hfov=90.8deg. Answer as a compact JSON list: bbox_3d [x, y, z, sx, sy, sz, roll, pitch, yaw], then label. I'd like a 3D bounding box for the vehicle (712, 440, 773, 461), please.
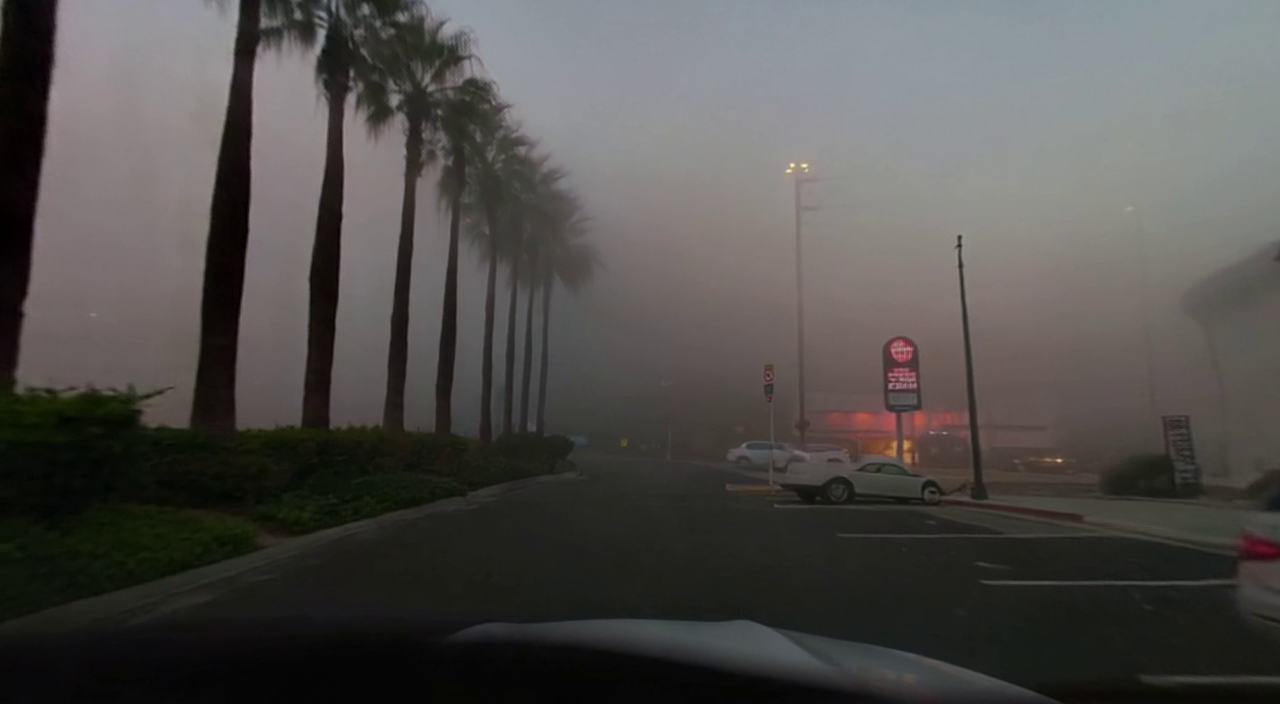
[{"bbox_3d":[7.693,7.455,47.804,4.287,1.519,1.753,0,-9,-2],"label":"vehicle"}]

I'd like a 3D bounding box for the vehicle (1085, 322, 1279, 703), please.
[{"bbox_3d":[5.553,0.865,3.021,5.491,1.843,2.103,2,-10,-8],"label":"vehicle"}]

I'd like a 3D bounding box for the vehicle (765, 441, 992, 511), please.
[{"bbox_3d":[5.687,2.959,15.445,4.742,1.506,1.919,0,-7,-5],"label":"vehicle"}]
